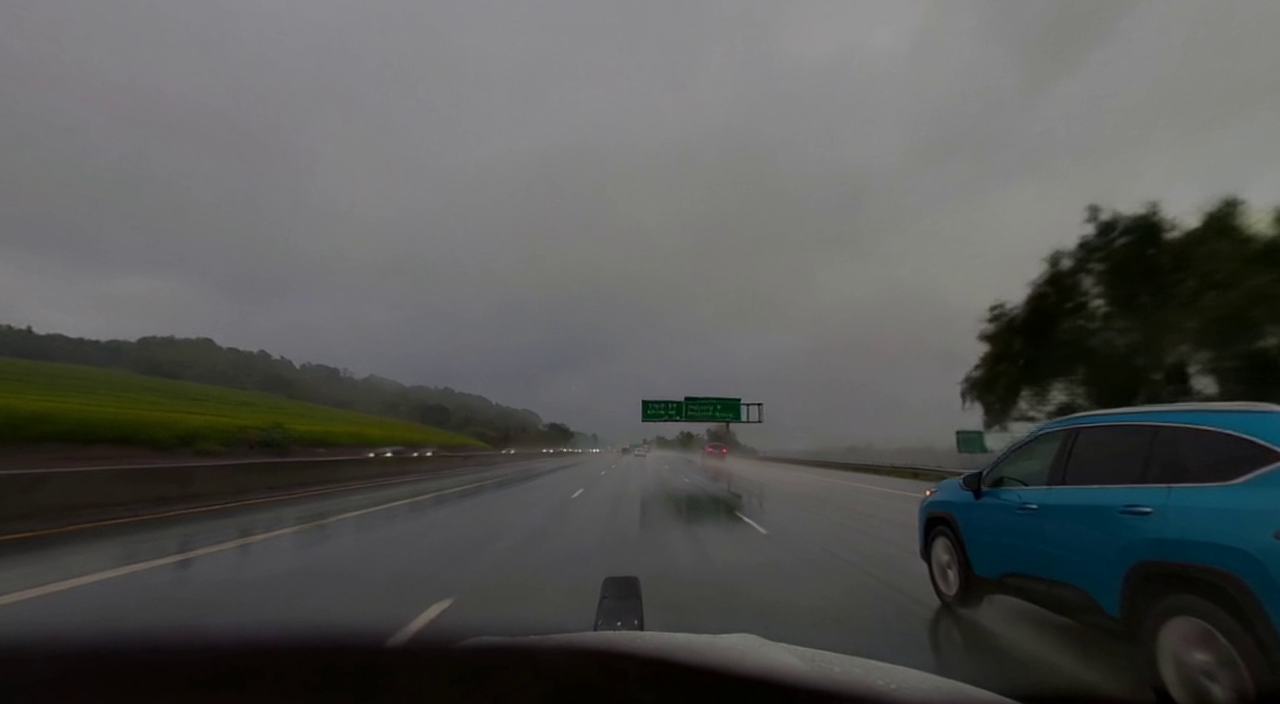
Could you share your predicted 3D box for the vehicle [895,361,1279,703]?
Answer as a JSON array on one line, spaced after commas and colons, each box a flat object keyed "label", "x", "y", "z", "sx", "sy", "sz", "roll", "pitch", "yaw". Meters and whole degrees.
[{"label": "vehicle", "x": 3.491, "y": 1.156, "z": 4.163, "sx": 1.784, "sy": 1.733, "sz": 4.141, "roll": 0, "pitch": -9, "yaw": -1}]

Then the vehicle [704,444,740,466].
[{"label": "vehicle", "x": 6.422, "y": 8.149, "z": 49.570, "sx": 2.006, "sy": 1.652, "sz": 4.417, "roll": 0, "pitch": -9, "yaw": -3}]
